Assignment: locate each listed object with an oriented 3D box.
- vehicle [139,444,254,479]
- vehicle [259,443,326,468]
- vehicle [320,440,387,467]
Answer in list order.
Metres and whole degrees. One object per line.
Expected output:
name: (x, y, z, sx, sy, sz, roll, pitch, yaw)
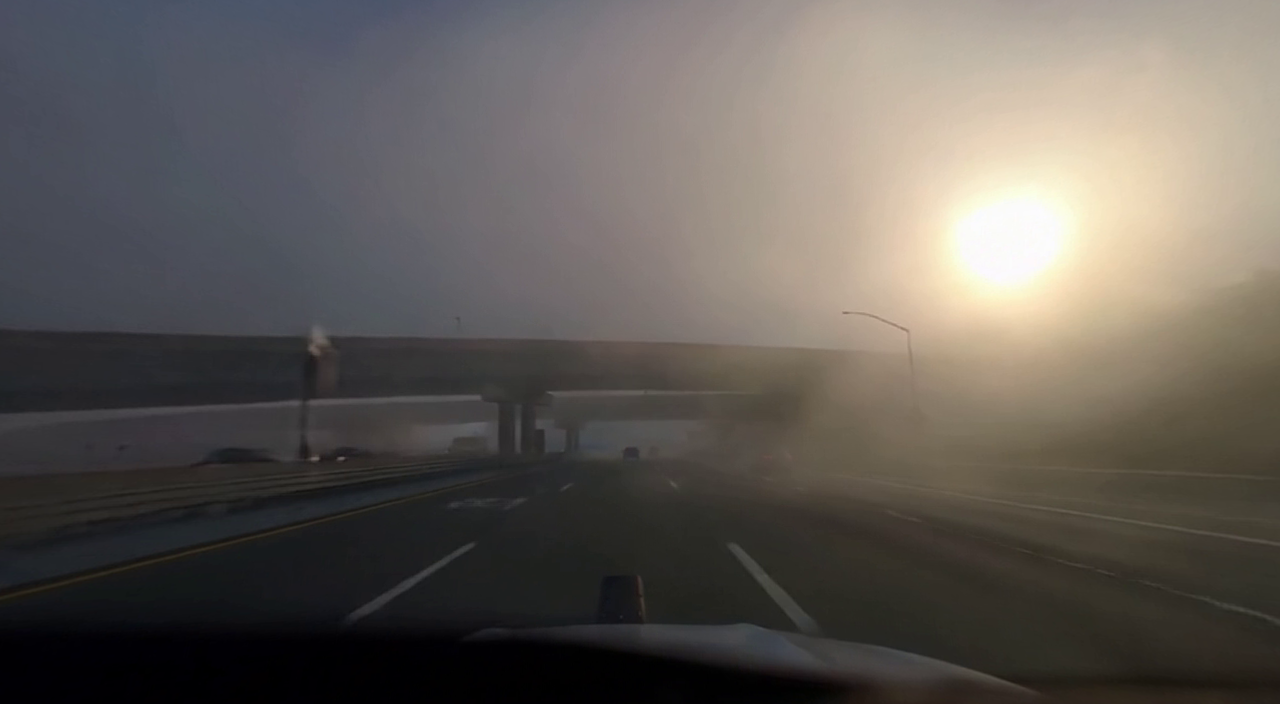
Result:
vehicle: (-20.763, 5.132, 29.875, 2.003, 1.495, 4.720, 0, -9, 0)
vehicle: (-24.213, 7.217, 44.238, 1.968, 1.630, 4.757, 0, -9, -1)
vehicle: (-17.516, 6.240, 38.904, 1.919, 1.579, 4.704, 0, -9, 0)
